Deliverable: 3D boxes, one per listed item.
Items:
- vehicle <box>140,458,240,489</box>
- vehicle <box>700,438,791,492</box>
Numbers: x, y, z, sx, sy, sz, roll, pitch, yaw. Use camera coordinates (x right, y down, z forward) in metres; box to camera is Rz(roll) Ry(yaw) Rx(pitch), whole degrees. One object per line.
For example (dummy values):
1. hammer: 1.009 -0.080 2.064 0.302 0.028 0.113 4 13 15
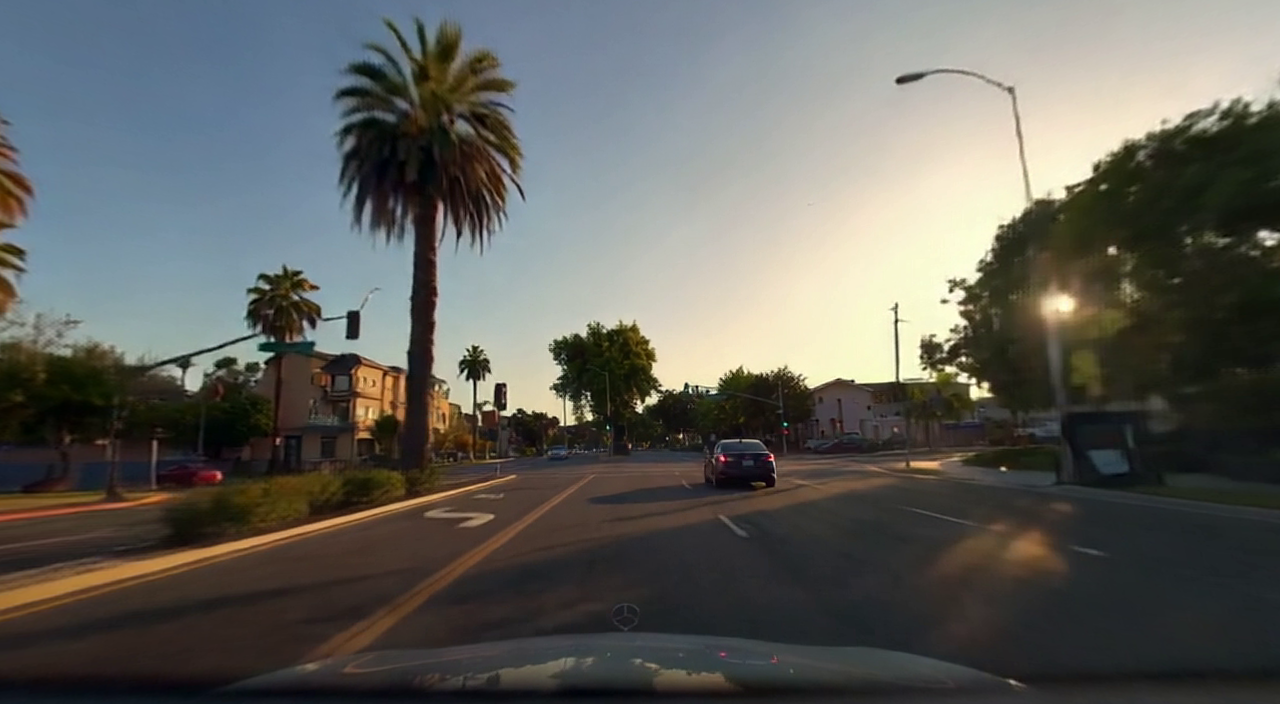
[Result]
1. vehicle: -26.778 7.218 37.669 4.558 1.718 2.151 -1 -8 9
2. vehicle: 3.106 3.434 19.564 1.964 1.448 4.295 0 -8 -1
